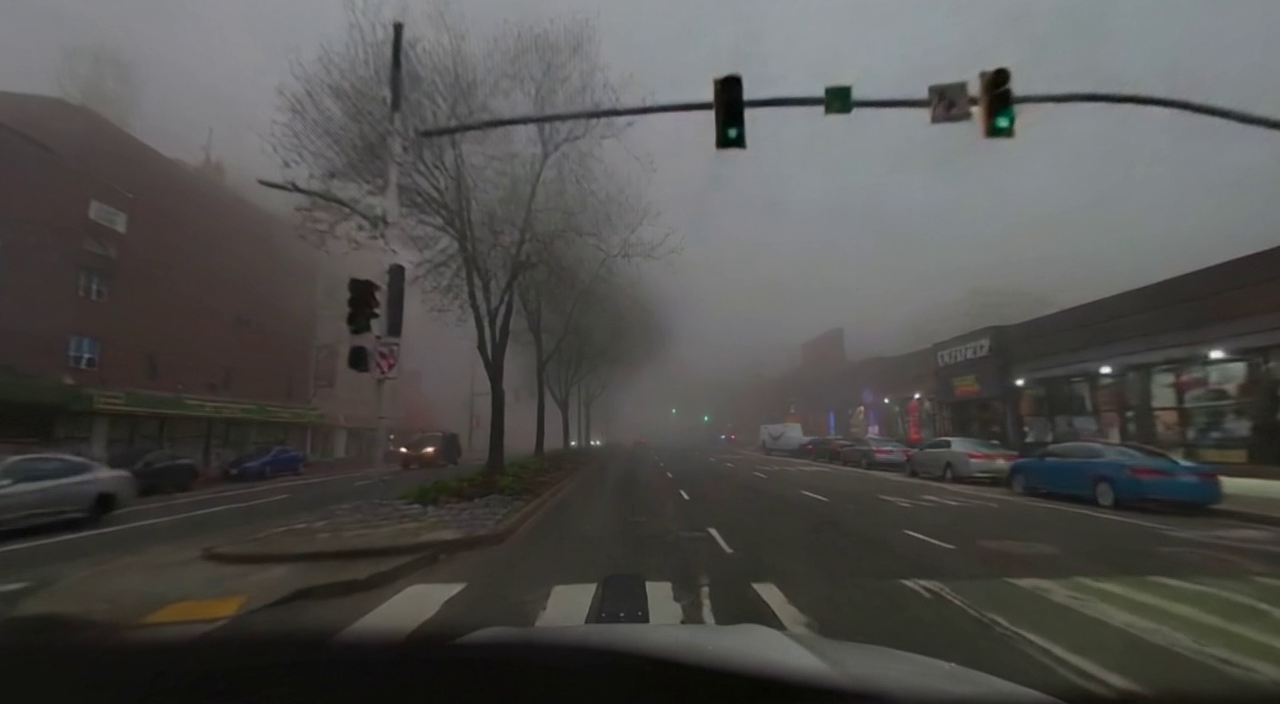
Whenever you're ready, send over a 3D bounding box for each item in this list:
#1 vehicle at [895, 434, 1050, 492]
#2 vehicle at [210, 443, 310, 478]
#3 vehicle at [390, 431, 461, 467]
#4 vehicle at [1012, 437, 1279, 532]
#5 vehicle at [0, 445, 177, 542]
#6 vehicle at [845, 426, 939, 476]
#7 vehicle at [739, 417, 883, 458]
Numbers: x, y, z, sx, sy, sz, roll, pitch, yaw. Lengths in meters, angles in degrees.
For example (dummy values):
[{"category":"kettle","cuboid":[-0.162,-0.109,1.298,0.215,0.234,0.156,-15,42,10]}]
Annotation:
[{"category":"vehicle","cuboid":[9.781,3.296,19.143,1.913,1.492,4.787,0,-9,-3]},{"category":"vehicle","cuboid":[-18.036,5.147,30.262,1.951,1.524,4.409,0,-9,1]},{"category":"vehicle","cuboid":[-11.013,5.009,32.797,2.027,1.722,4.471,0,-8,0]},{"category":"vehicle","cuboid":[9.677,2.454,12.402,1.948,1.483,4.645,0,-8,1]},{"category":"vehicle","cuboid":[-10.977,2.417,11.233,1.943,1.501,4.626,0,-8,0]},{"category":"vehicle","cuboid":[9.926,3.928,25.294,1.925,1.808,4.255,0,-9,0]},{"category":"vehicle","cuboid":[9.819,5.177,37.510,6.229,2.004,6.552,-1,-9,-6]}]
